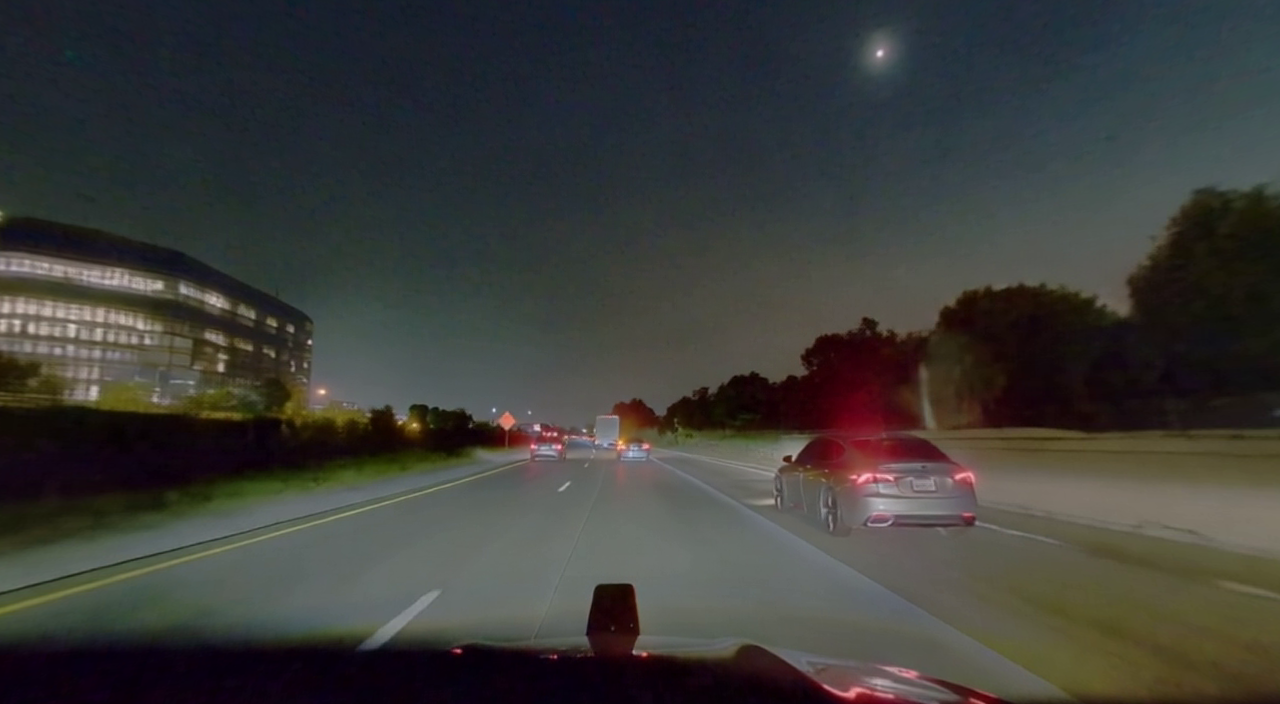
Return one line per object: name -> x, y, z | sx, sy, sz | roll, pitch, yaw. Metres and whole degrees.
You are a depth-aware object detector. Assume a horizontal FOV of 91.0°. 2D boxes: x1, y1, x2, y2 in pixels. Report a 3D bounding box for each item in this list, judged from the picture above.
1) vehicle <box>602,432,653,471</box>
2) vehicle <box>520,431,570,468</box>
vehicle -> -0.650, 4.495, 28.762 | 2.078, 1.608, 3.982 | 0, -8, -4
vehicle -> -4.743, 4.925, 31.950 | 2.080, 1.733, 4.410 | 0, -8, -3
